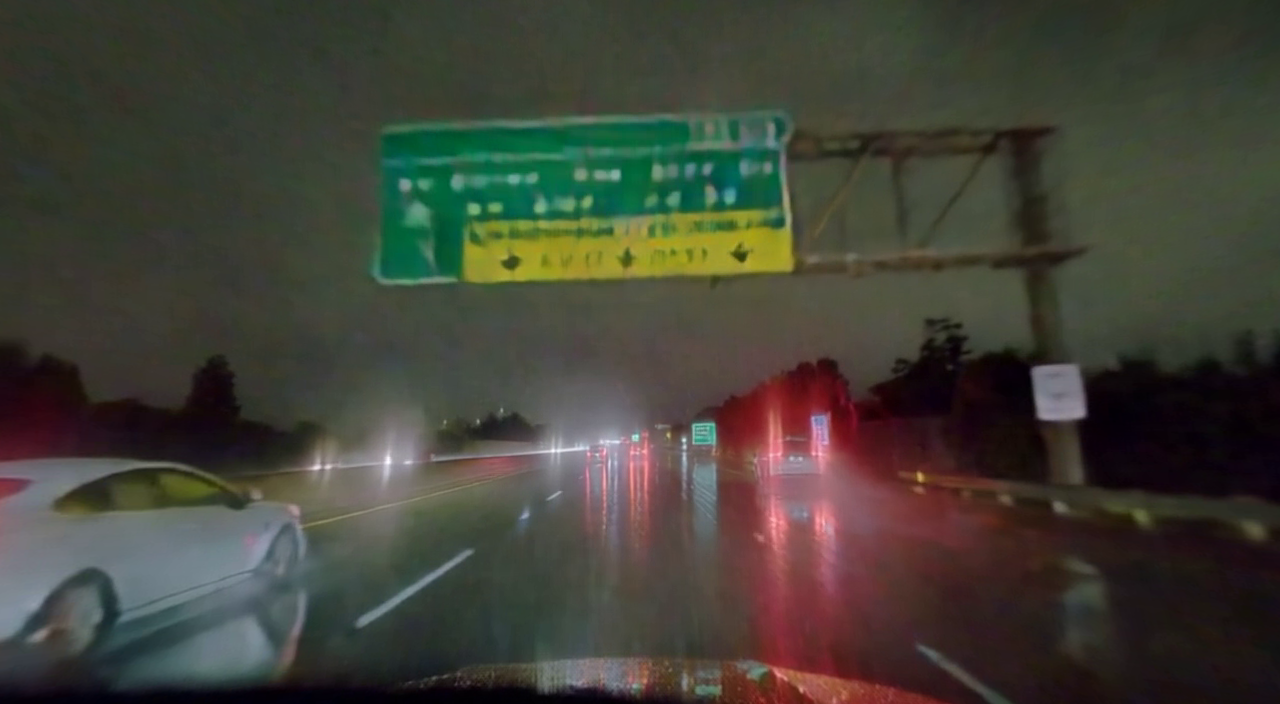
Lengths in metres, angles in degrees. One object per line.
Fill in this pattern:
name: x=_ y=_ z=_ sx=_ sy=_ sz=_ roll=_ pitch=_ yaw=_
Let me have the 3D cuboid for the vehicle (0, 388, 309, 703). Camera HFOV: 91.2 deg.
vehicle: x=-4.135 y=1.065 z=3.548 sx=2.084 sy=1.594 sz=4.219 roll=-1 pitch=-9 yaw=2

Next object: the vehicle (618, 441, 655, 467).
vehicle: x=-0.202 y=6.671 z=41.158 sx=1.969 sy=1.595 sz=3.964 roll=-1 pitch=-8 yaw=6

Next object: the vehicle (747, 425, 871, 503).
vehicle: x=4.055 y=2.771 z=15.854 sx=2.143 sy=1.667 sz=4.221 roll=-1 pitch=-9 yaw=3

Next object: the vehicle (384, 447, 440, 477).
vehicle: x=-13.003 y=6.296 z=36.018 sx=1.975 sy=1.574 sz=4.341 roll=0 pitch=-9 yaw=-5
